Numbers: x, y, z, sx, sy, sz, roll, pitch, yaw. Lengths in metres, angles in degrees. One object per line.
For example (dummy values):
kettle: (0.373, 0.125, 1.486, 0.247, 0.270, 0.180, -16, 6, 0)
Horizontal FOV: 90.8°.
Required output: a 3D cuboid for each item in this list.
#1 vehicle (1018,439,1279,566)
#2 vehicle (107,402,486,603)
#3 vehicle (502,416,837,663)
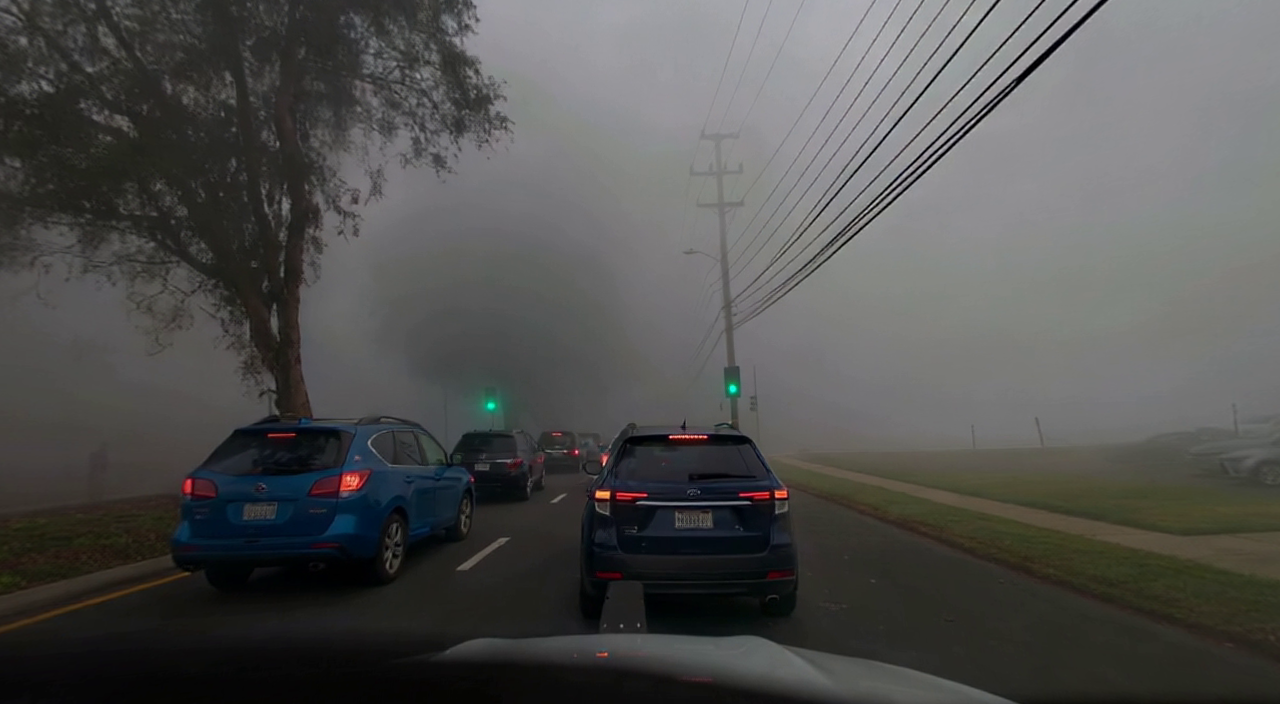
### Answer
vehicle: (8.383, 2.154, 9.926, 1.993, 1.508, 4.521, 0, -9, -1)
vehicle: (-3.470, 1.610, 7.634, 2.105, 1.706, 4.337, 0, -9, 0)
vehicle: (0.116, 1.447, 5.956, 2.056, 1.487, 4.003, 0, -9, -2)
